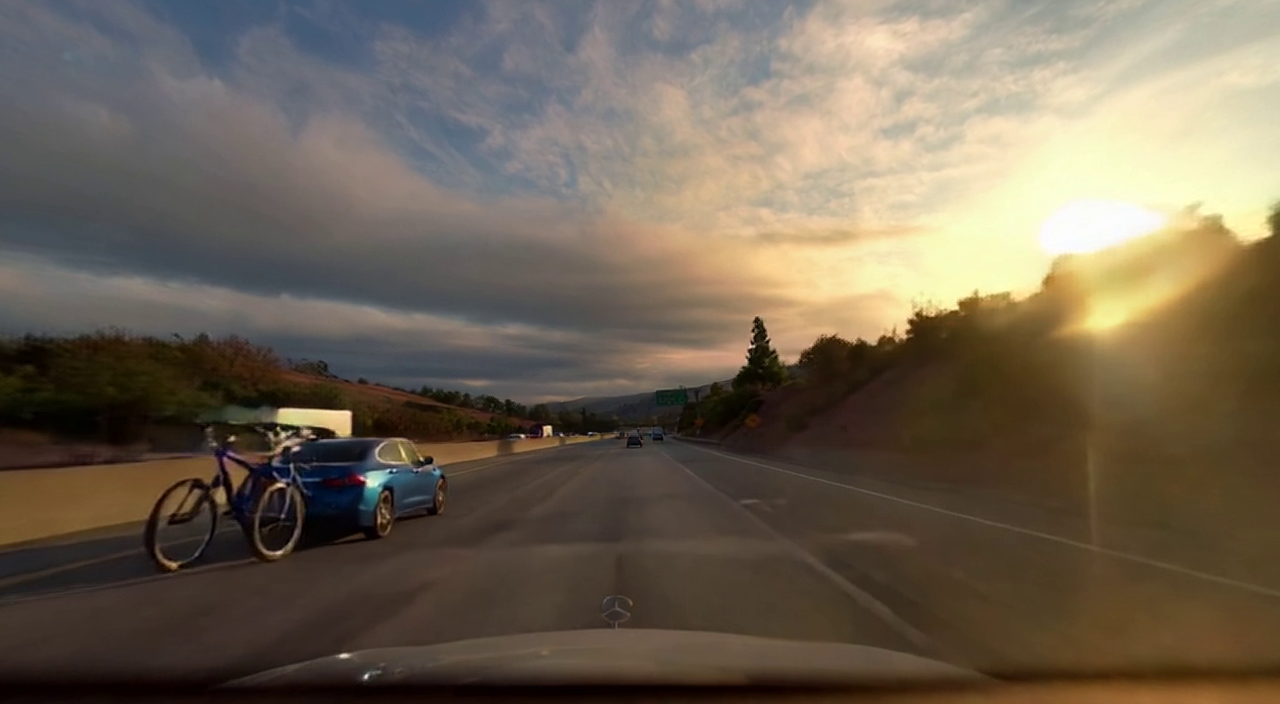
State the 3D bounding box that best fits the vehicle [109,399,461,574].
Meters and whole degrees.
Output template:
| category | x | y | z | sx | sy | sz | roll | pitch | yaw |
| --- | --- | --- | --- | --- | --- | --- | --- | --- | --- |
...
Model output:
| category | x | y | z | sx | sy | sz | roll | pitch | yaw |
| --- | --- | --- | --- | --- | --- | --- | --- | --- | --- |
| vehicle | -4.001 | 1.572 | 8.239 | 2.064 | 1.647 | 4.381 | 0 | -8 | 0 |
